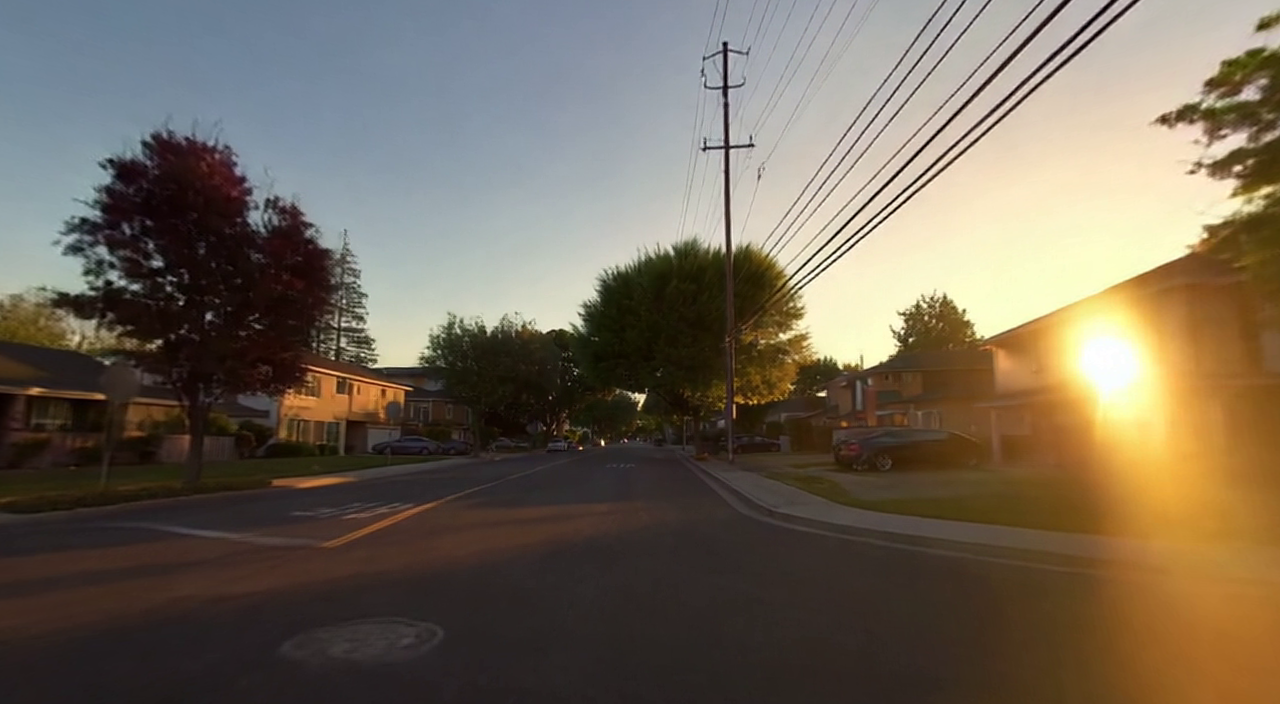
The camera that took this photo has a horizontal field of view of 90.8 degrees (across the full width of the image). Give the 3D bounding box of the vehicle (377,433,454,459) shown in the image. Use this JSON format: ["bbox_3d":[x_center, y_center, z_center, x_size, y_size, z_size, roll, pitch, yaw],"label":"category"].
[{"bbox_3d":[-15.249,6.383,43.104,4.500,1.714,1.924,-1,-8,7],"label":"vehicle"}]

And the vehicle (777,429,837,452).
[{"bbox_3d":[12.828,6.826,48.758,4.122,1.610,1.888,-1,-6,2],"label":"vehicle"}]
